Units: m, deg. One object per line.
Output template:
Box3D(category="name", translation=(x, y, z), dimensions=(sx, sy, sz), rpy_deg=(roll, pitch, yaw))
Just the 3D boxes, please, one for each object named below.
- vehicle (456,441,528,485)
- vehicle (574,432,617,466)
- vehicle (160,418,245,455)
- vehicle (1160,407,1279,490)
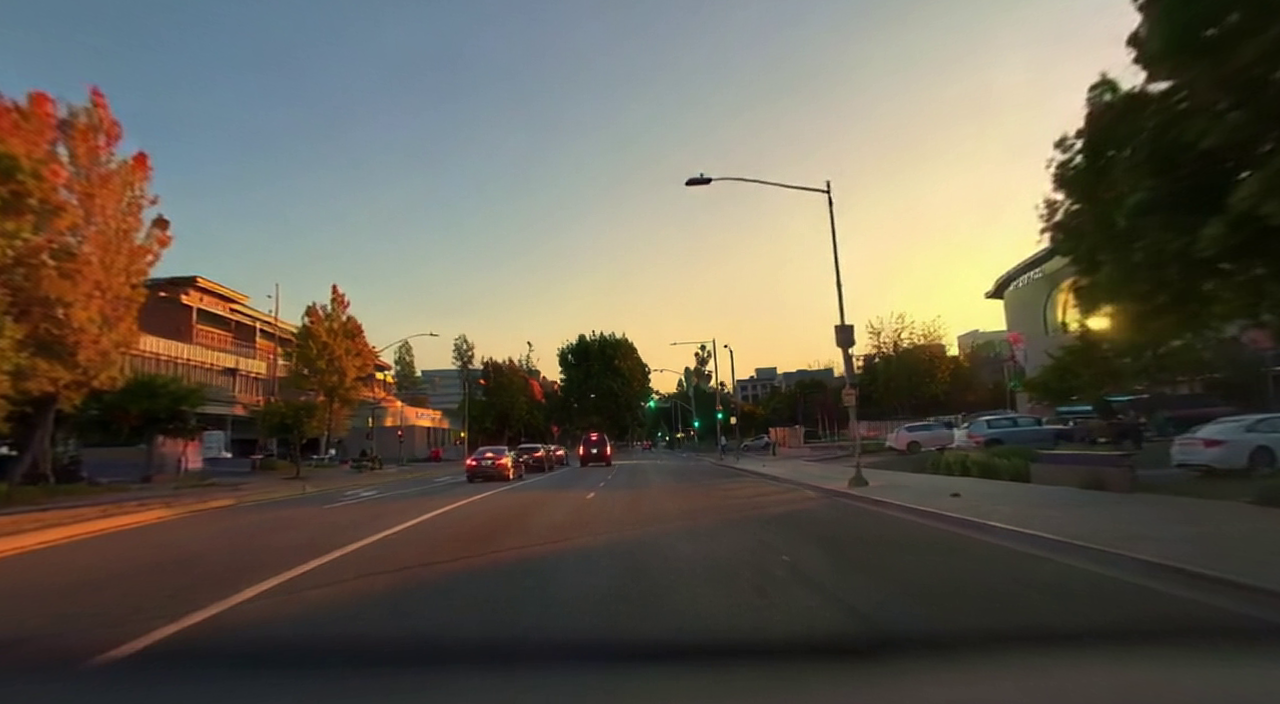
Box3D(category="vehicle", translation=(-5.673, 4.271, 24.679), dimensions=(1.889, 1.572, 3.599), rpy_deg=(0, -8, 0))
Box3D(category="vehicle", translation=(-2.898, 6.538, 42.798), dimensions=(2.496, 2.155, 5.468), rpy_deg=(0, -8, 0))
Box3D(category="vehicle", translation=(-25.482, 4.932, 36.873), dimensions=(3.572, 2.012, 1.872), rpy_deg=(-1, -8, 3))
Box3D(category="vehicle", translation=(14.765, 2.053, 13.944), dimensions=(4.562, 1.648, 2.028), rpy_deg=(-3, -9, 3))
